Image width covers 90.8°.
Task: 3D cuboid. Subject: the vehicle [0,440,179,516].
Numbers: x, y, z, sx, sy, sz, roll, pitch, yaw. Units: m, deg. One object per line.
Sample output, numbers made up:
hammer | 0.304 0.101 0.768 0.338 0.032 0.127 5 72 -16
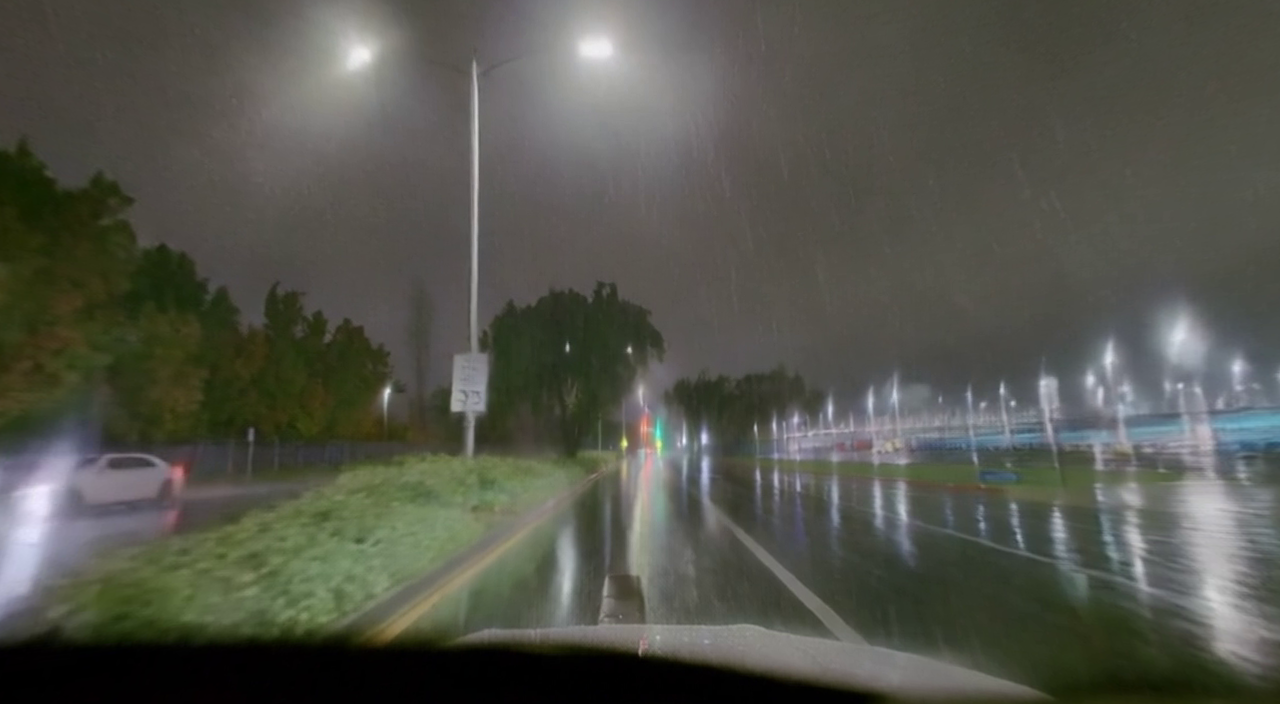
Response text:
vehicle | -16.531 3.593 18.499 2.511 1.881 4.658 -2 -8 0
